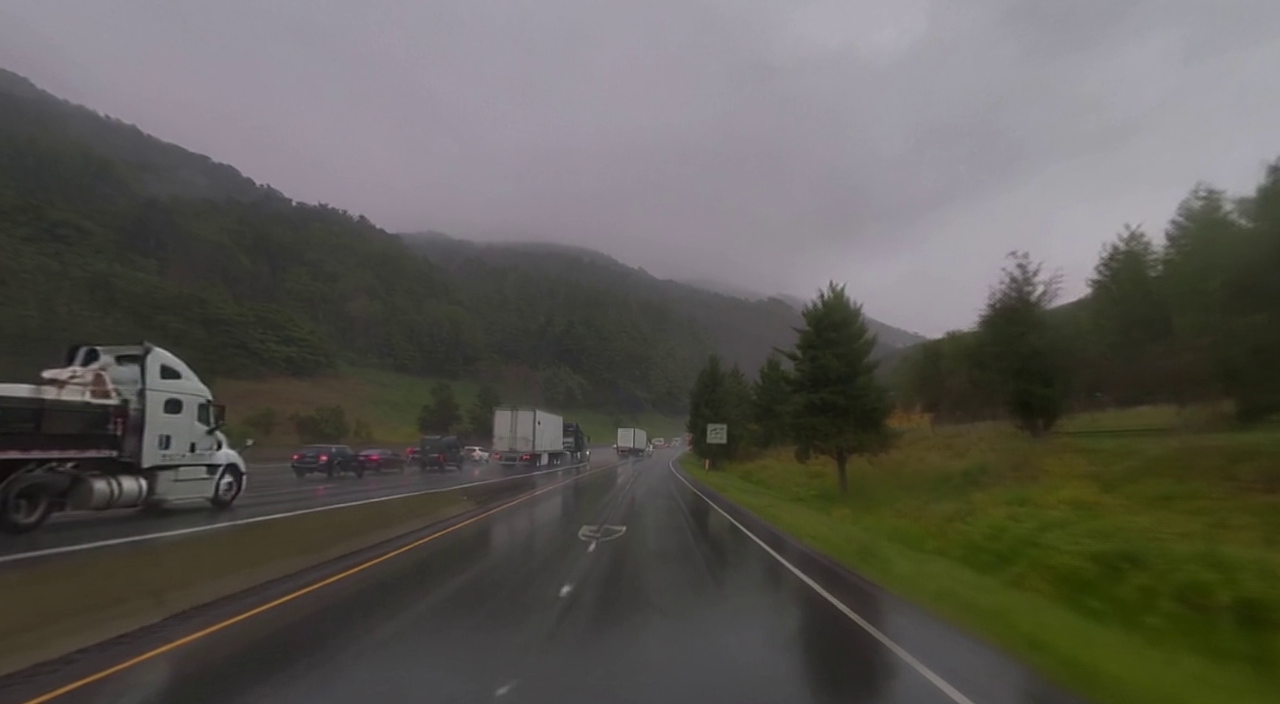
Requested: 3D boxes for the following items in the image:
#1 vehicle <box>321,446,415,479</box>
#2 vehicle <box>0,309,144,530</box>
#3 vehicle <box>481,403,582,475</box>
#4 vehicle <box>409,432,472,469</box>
[{"bbox_3d":[-13.122,5.350,30.781,1.925,1.493,4.864,-1,-9,8],"label":"vehicle"},{"bbox_3d":[-12.329,0.639,7.332,2.745,3.617,11.590,-1,-9,6],"label":"vehicle"},{"bbox_3d":[-6.922,6.117,43.442,2.848,4.067,14.314,-1,-9,7],"label":"vehicle"},{"bbox_3d":[-14.739,7.319,46.903,2.264,2.596,5.494,-1,-9,8],"label":"vehicle"}]
